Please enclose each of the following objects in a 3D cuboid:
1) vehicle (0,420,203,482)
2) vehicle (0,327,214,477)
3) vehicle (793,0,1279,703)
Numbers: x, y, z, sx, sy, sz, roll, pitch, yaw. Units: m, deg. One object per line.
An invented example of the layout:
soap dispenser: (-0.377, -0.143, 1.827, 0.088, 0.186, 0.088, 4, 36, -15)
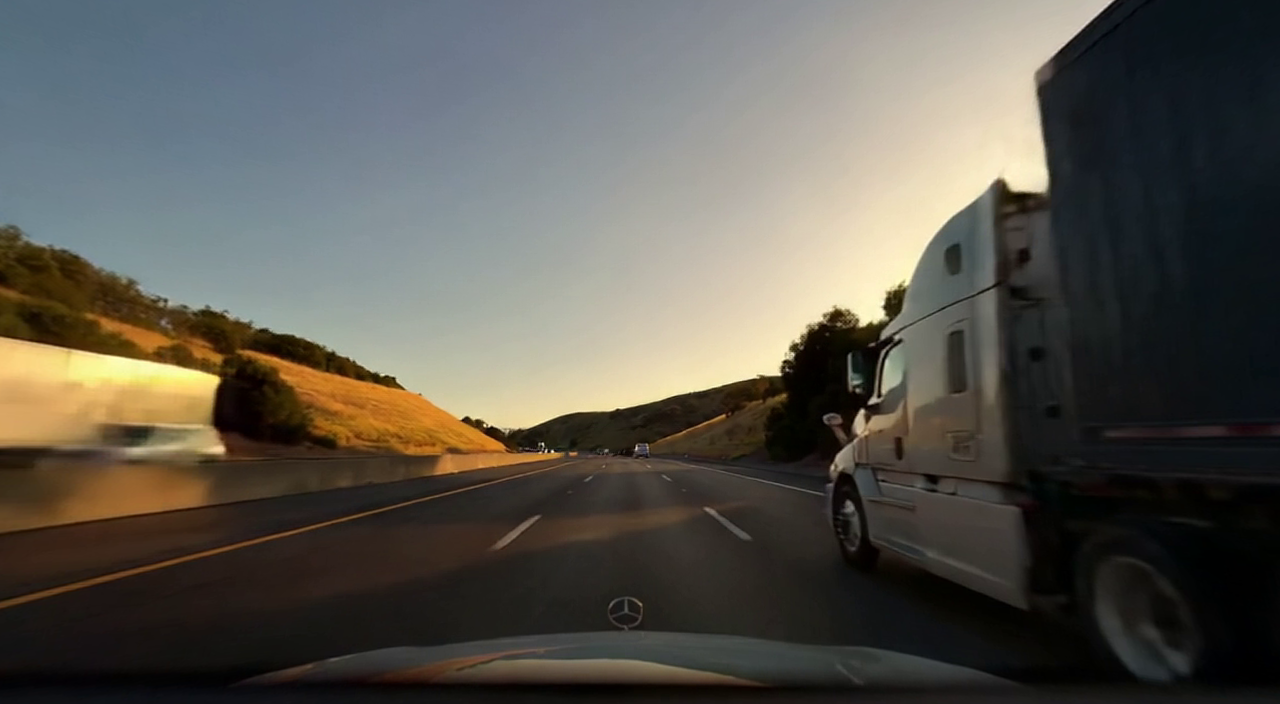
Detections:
vehicle: (-15.386, 2.876, 18.382, 2.004, 1.551, 4.601, 0, -9, -1)
vehicle: (-19.711, 1.809, 20.230, 3.413, 4.196, 12.063, 0, -9, 1)
vehicle: (3.713, 0.237, 5.384, 3.045, 3.825, 6.161, 0, -9, -1)
